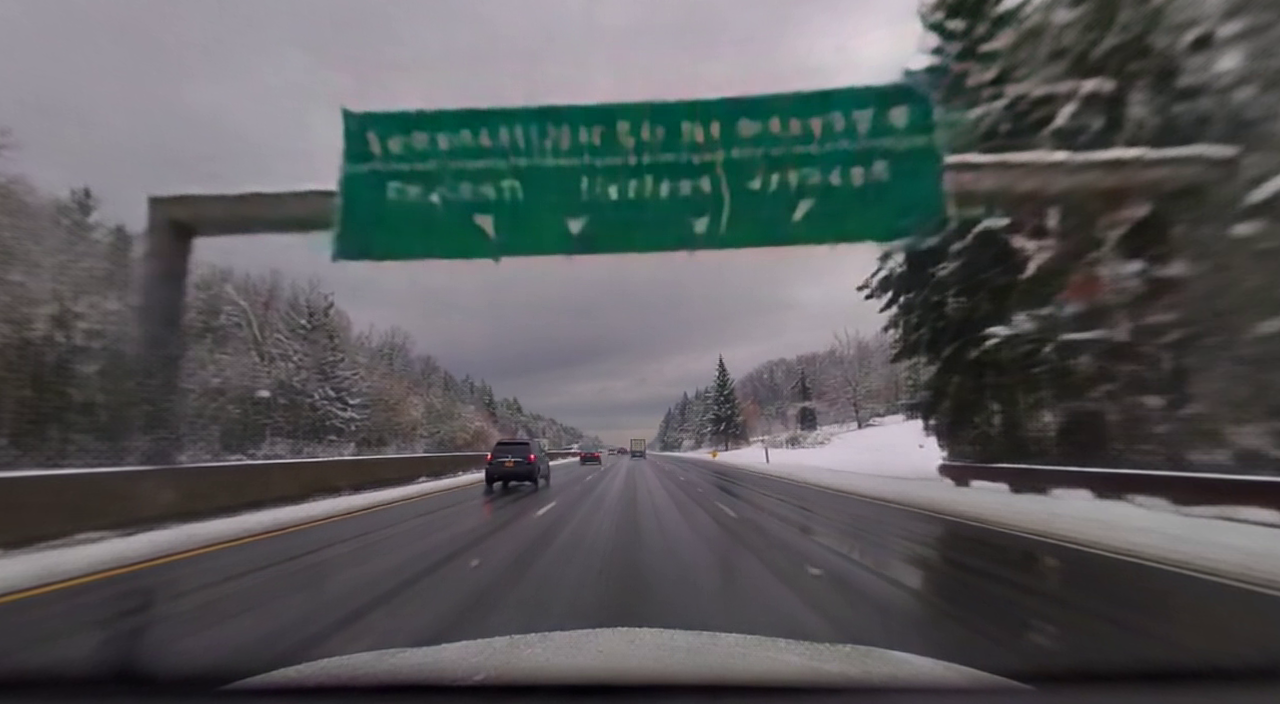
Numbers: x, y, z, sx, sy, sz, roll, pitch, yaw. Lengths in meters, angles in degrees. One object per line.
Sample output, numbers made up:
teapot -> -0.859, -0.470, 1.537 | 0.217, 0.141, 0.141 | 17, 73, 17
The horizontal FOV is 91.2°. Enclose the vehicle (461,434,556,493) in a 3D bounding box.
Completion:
vehicle -> -4.097, 3.561, 20.321 | 2.151, 1.693, 4.201 | 0, -9, 0
